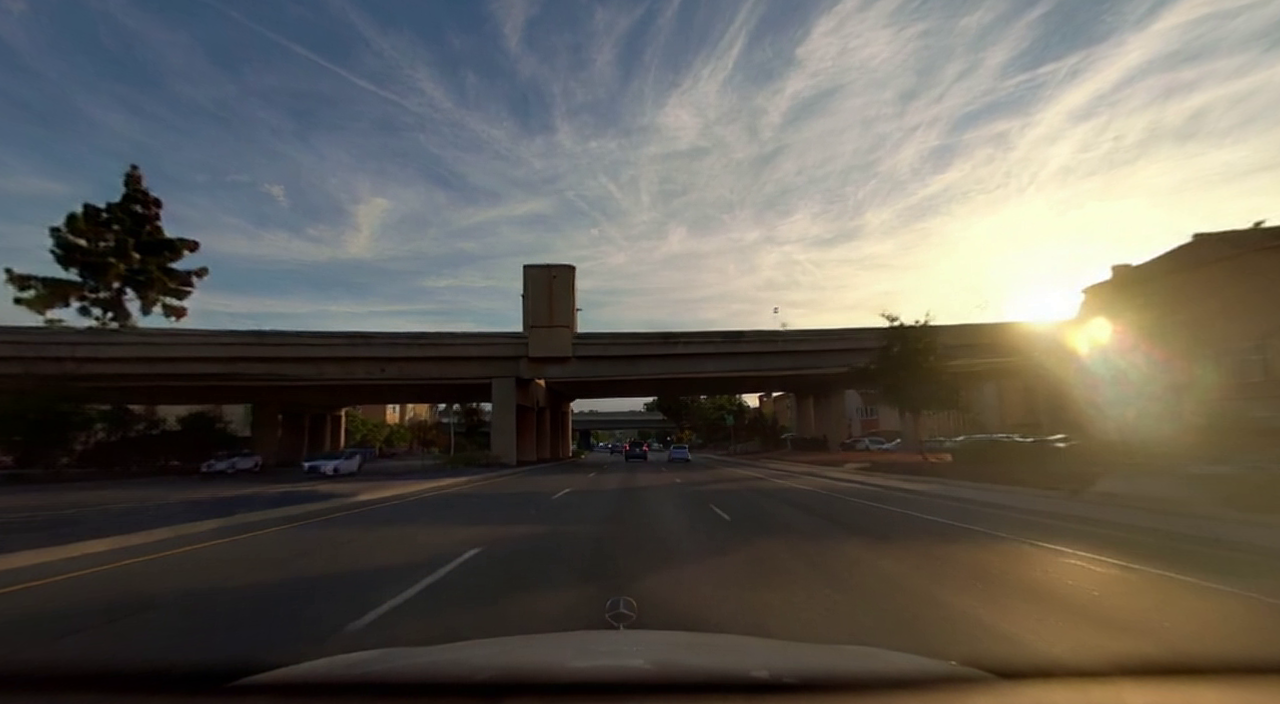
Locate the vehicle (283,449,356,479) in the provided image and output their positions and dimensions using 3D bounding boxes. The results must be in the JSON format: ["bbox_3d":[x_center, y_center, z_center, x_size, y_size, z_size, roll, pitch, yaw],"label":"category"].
[{"bbox_3d":[-19.173,6.683,37.982,2.053,1.632,4.354,0,-8,0],"label":"vehicle"}]

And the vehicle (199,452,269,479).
[{"bbox_3d":[-27.973,7.813,43.731,1.922,1.738,4.748,0,-8,-3],"label":"vehicle"}]
